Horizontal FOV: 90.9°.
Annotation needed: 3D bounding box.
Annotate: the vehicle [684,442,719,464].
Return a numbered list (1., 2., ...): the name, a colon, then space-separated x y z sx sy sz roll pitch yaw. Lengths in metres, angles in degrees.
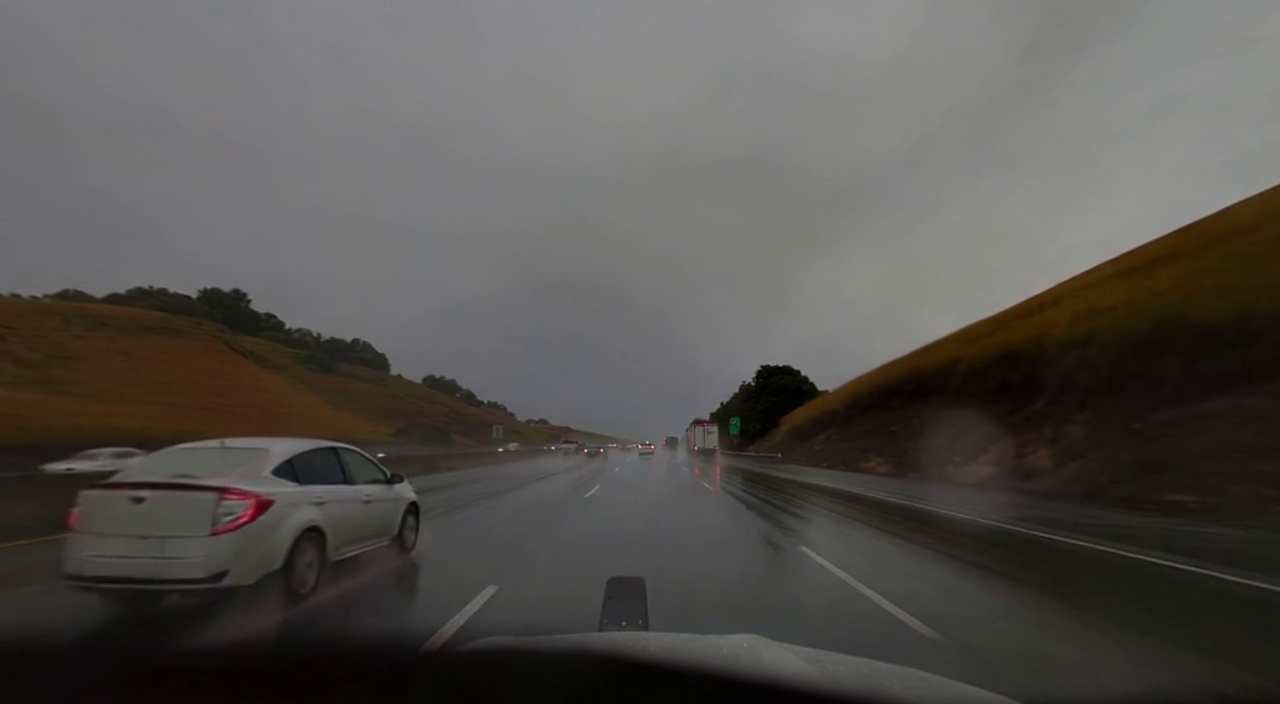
1. vehicle: 4.461 7.367 46.335 2.027 1.525 4.348 0 -8 -1

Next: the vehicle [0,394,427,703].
1. vehicle: -3.298 1.225 4.395 1.997 1.502 4.554 0 -8 0

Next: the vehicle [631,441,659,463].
1. vehicle: 0.359 7.484 47.368 2.031 1.566 3.904 0 -8 0

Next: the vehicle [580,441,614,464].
1. vehicle: -3.087 7.359 46.227 2.091 1.552 4.516 0 -8 0
